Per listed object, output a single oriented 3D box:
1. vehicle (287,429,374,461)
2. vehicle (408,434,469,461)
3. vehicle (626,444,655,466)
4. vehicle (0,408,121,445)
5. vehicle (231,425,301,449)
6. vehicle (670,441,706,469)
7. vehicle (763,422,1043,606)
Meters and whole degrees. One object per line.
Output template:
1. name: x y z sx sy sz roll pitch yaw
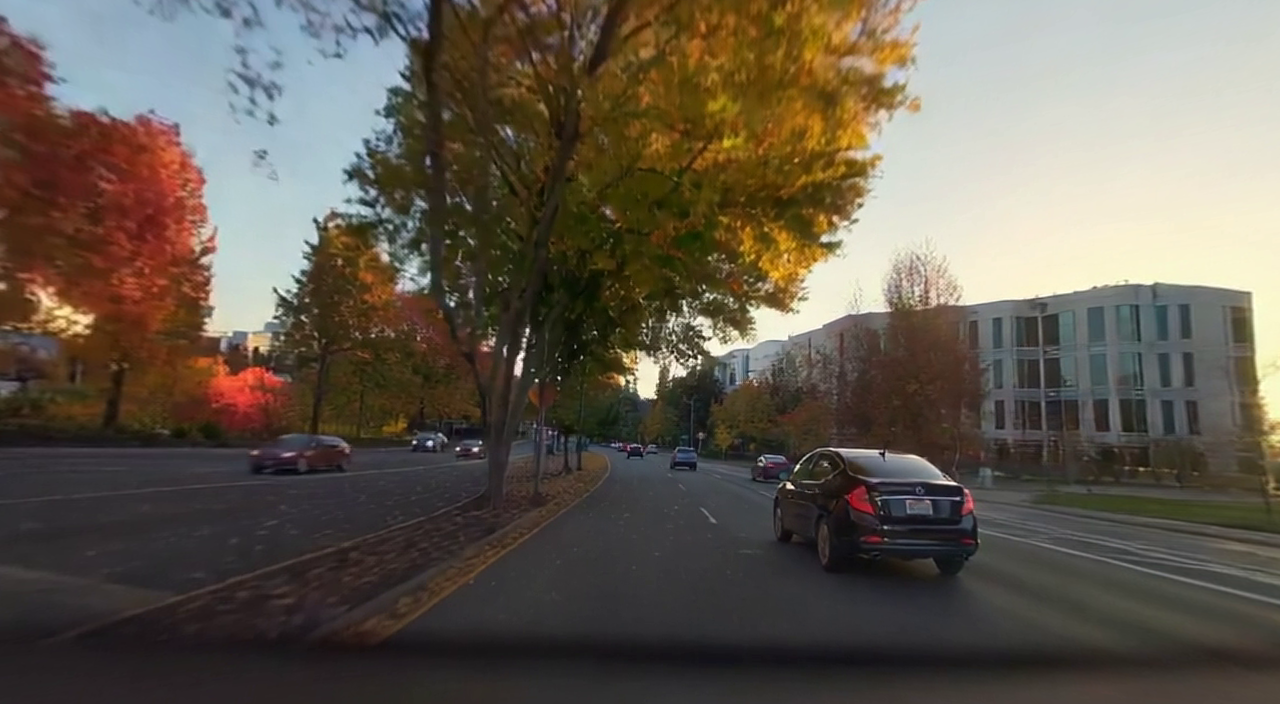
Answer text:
1. vehicle: -15.424 4.667 31.722 1.985 1.479 4.657 0 -8 0
2. vehicle: -11.831 5.636 37.314 2.075 1.472 4.571 0 -9 0
3. vehicle: -0.024 7.302 44.683 1.991 1.477 3.814 0 -9 -1
4. vehicle: -32.407 4.260 35.487 2.111 1.894 4.981 0 -8 -1
5. vehicle: -25.726 5.868 43.556 1.865 1.526 4.674 2 -8 1
6. vehicle: 3.586 7.761 47.776 2.154 1.844 4.634 5 -9 0
7. vehicle: 2.919 1.842 8.035 1.901 1.634 3.896 3 -8 0
